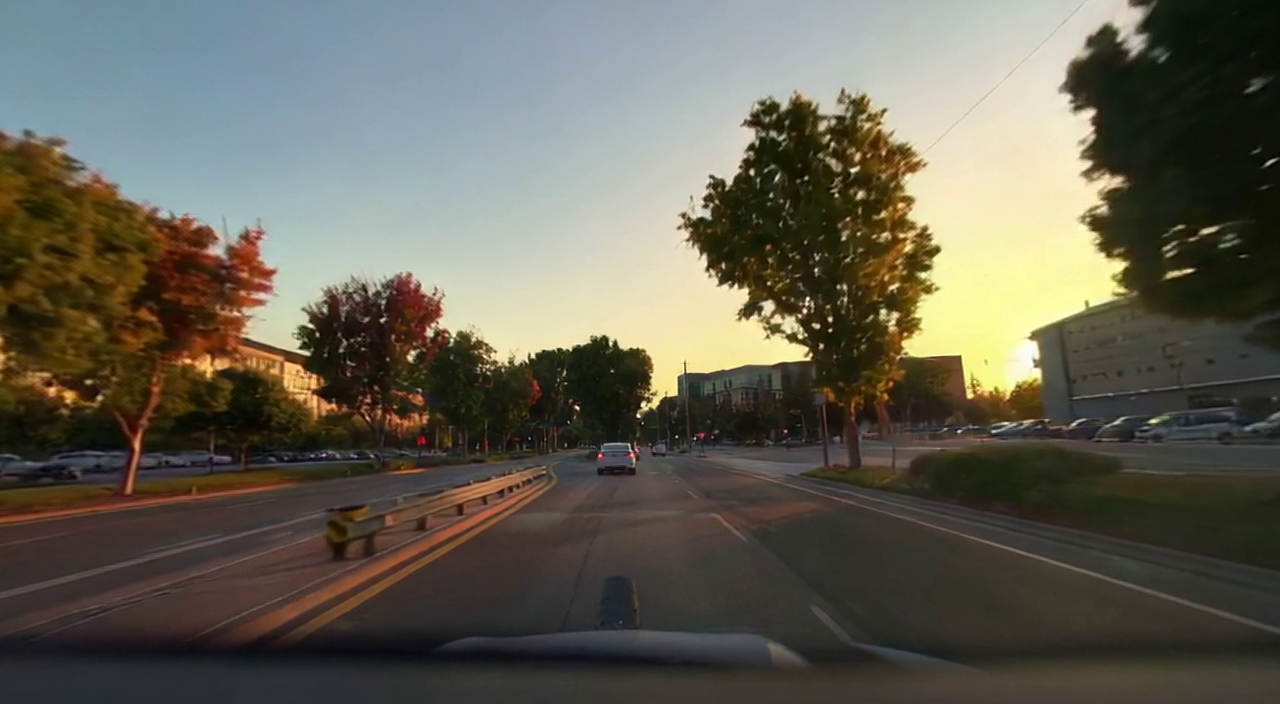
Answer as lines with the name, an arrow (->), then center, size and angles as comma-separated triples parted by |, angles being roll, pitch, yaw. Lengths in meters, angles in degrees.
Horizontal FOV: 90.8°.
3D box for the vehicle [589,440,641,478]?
vehicle -> -1.051, 4.606, 27.391 | 2.075, 1.470, 3.962 | 0, -9, -1
